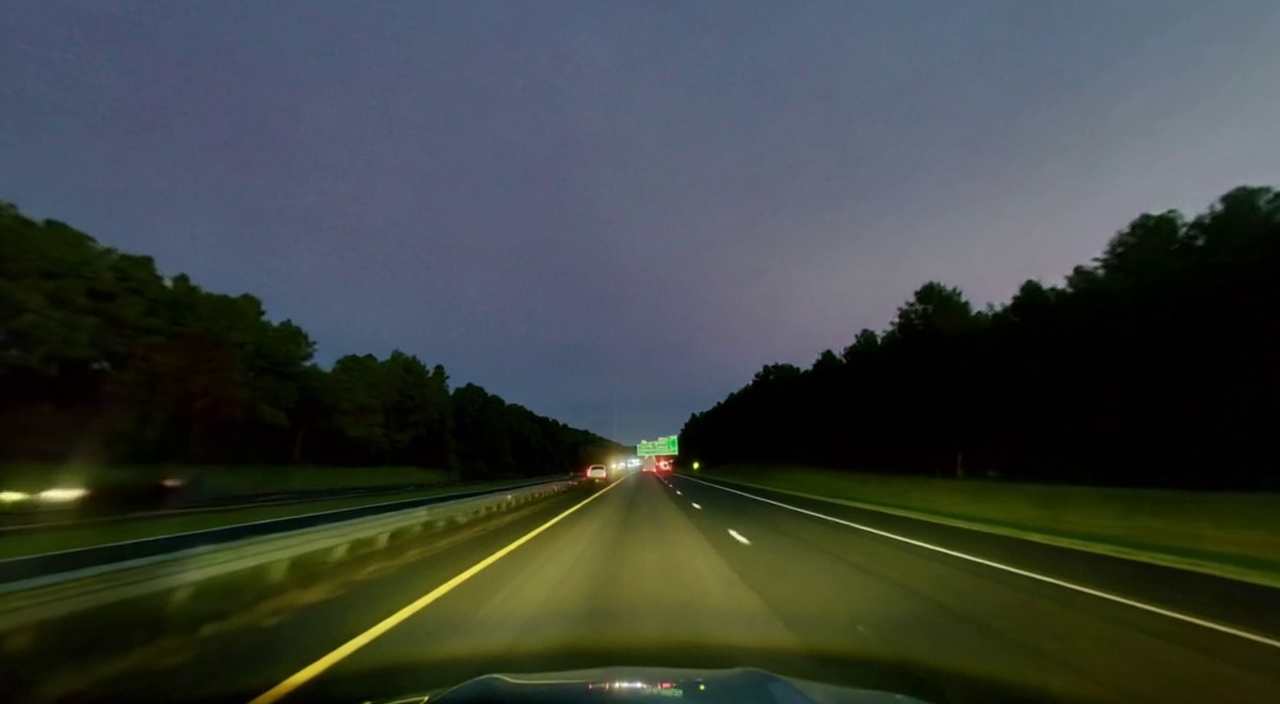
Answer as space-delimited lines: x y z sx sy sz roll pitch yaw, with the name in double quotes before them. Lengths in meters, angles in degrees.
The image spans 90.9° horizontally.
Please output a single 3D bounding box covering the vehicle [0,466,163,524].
"vehicle" -16.127 4.006 18.044 1.862 1.433 3.846 1 -10 0
